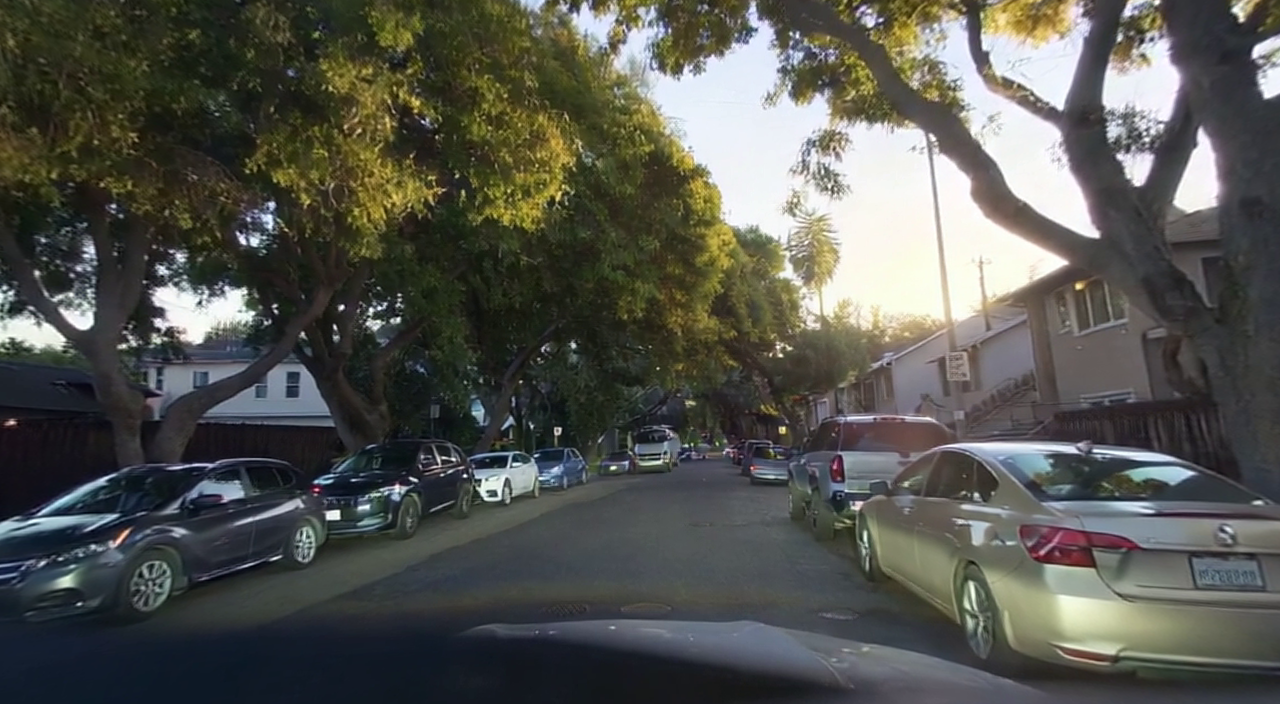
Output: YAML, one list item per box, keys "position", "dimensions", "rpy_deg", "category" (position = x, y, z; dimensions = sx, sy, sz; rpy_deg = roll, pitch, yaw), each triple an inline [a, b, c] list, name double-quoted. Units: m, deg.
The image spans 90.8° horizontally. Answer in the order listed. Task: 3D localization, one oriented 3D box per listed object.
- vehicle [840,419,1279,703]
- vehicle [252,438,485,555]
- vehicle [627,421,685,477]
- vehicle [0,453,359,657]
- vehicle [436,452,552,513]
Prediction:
- position: [3.098, 1.328, 4.758]
  dimensions: [1.992, 1.456, 4.610]
  rpy_deg: [-1, -8, 4]
  category: "vehicle"
- position: [-4.904, 2.644, 12.496]
  dimensions: [2.203, 1.815, 4.972]
  rpy_deg: [-1, -8, 3]
  category: "vehicle"
- position: [1.078, 5.553, 36.280]
  dimensions: [2.716, 2.887, 6.781]
  rpy_deg: [-1, -9, 6]
  category: "vehicle"
- position: [-5.291, 1.948, 7.238]
  dimensions: [1.855, 1.510, 4.406]
  rpy_deg: [-1, -8, 4]
  category: "vehicle"
- position: [-4.114, 3.743, 18.677]
  dimensions: [1.861, 1.474, 4.749]
  rpy_deg: [-1, -8, 6]
  category: "vehicle"
